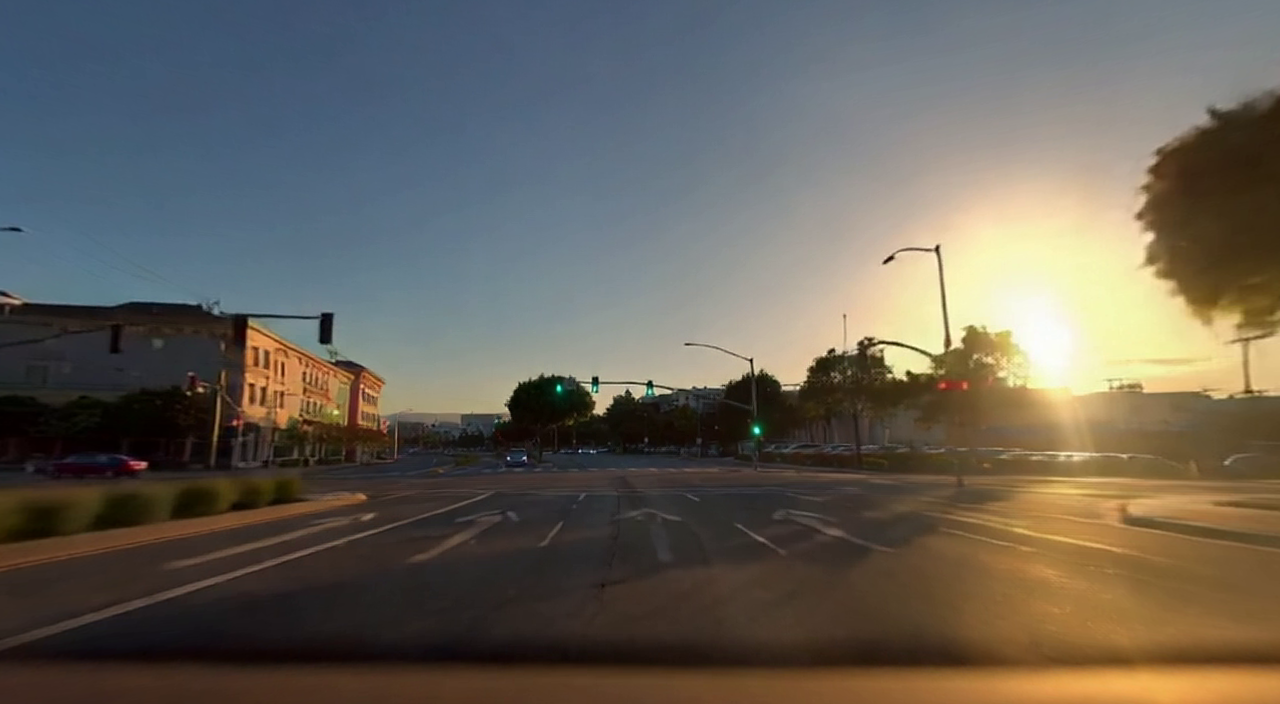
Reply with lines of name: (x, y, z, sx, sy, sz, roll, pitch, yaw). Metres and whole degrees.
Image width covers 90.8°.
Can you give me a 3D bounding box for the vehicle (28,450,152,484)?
vehicle: (-35.607, 7.427, 41.016, 6.154, 2.082, 2.181, 0, -8, 4)
